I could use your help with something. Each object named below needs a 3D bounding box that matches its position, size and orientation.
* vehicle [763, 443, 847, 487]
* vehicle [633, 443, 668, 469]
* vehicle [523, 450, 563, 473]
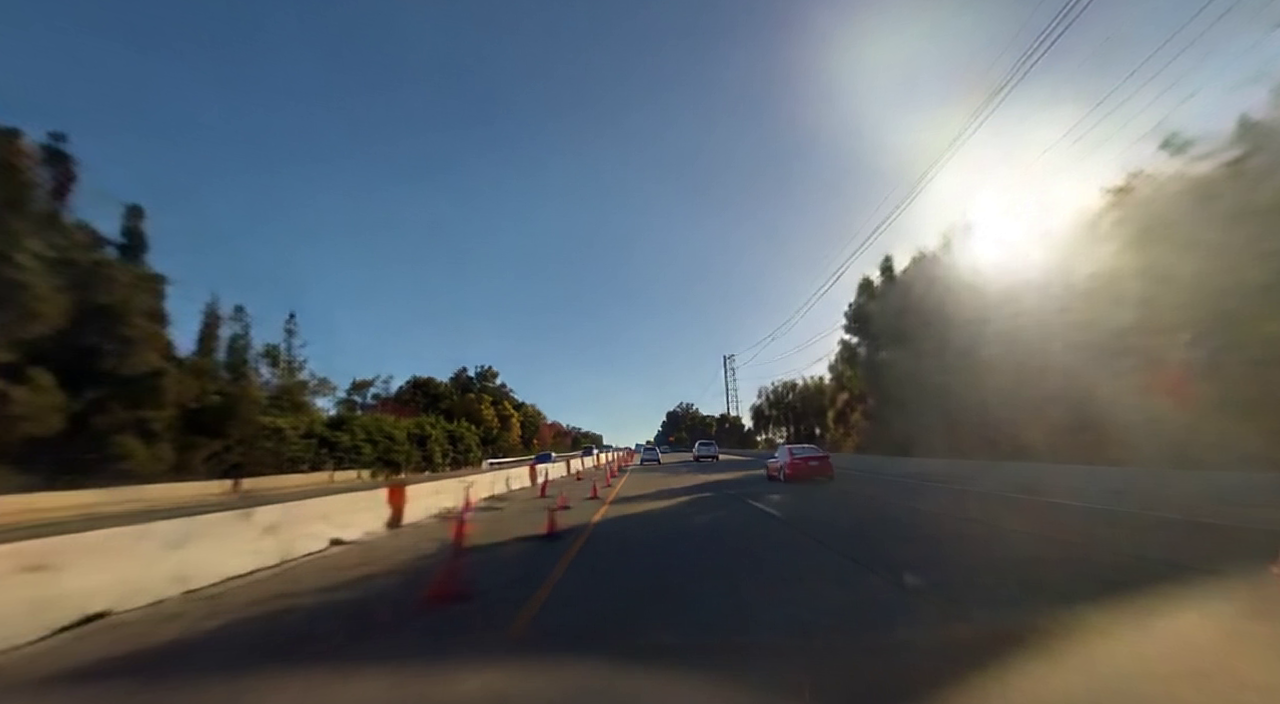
[{"bbox_3d":[5.716,3.943,22.345,1.881,1.409,4.016,0,-8,0],"label":"vehicle"},{"bbox_3d":[0.696,6.723,40.962,2.096,1.583,4.150,0,-8,1],"label":"vehicle"},{"bbox_3d":[-6.931,7.841,45.419,1.971,1.515,4.381,-1,-8,3],"label":"vehicle"}]
